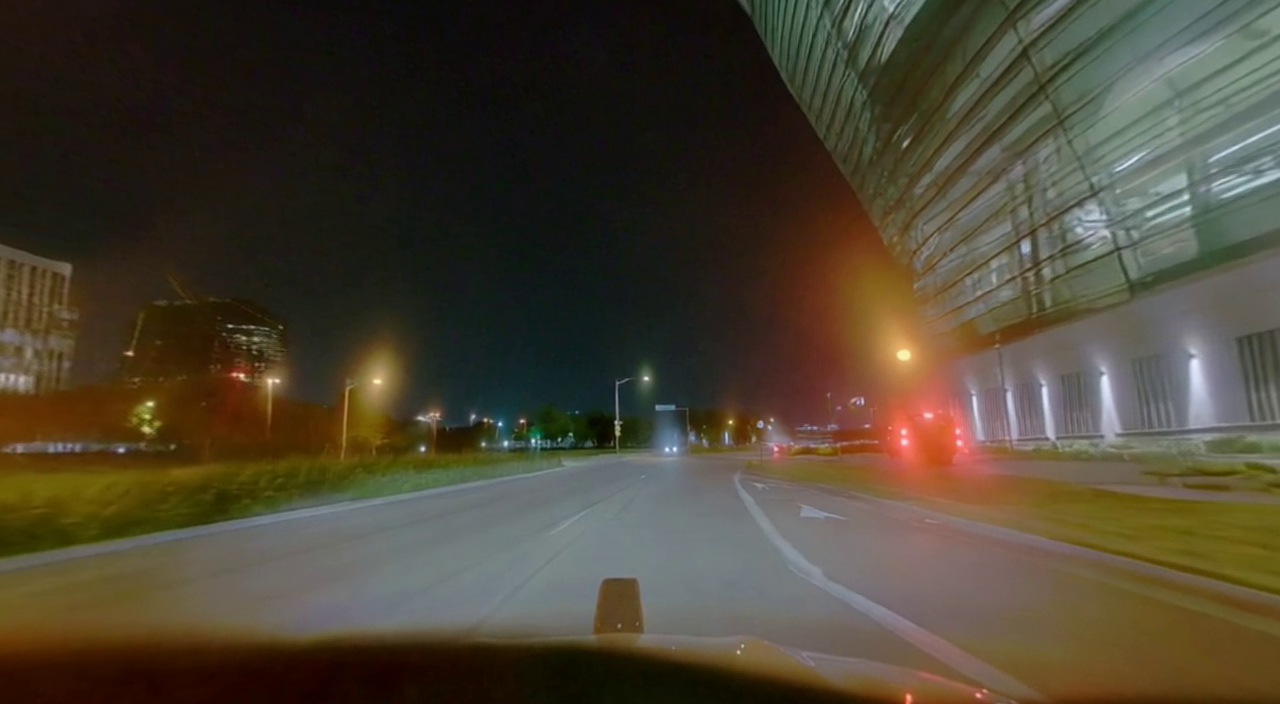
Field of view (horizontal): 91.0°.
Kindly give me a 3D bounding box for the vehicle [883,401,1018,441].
[{"bbox_3d":[15.787,3.596,32.384,5.745,1.902,2.244,-1,-9,11],"label":"vehicle"}]
